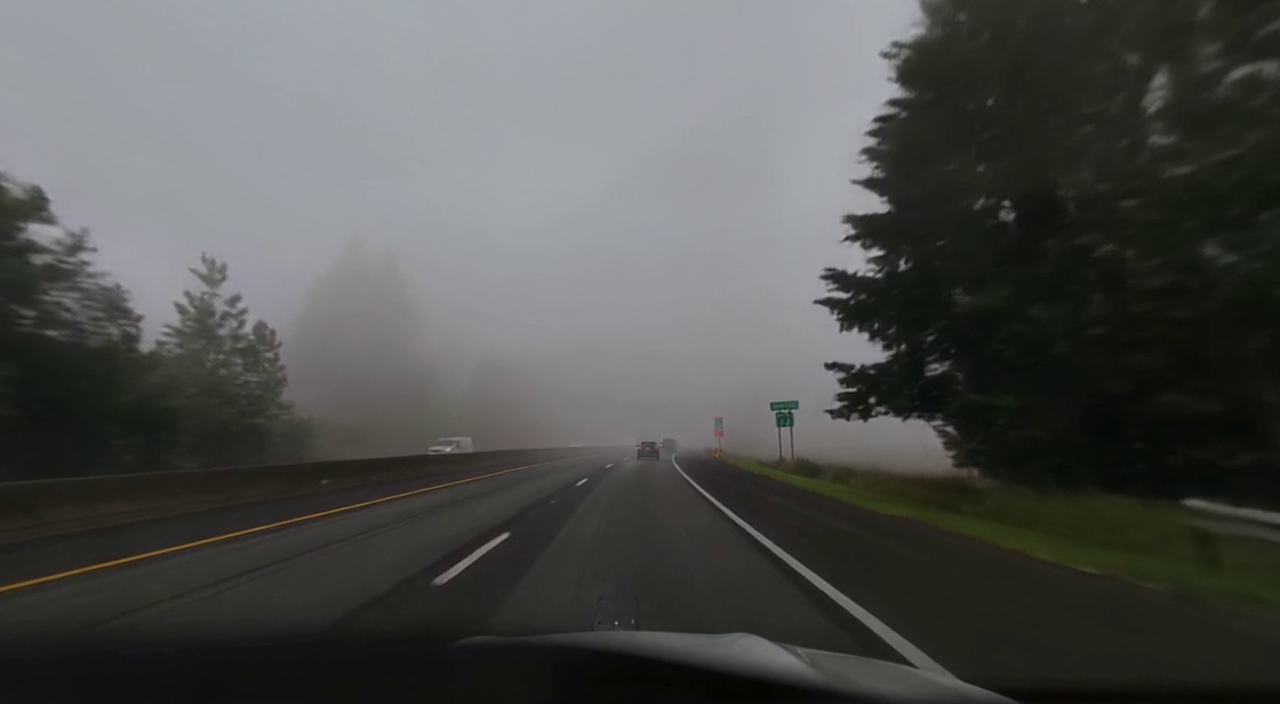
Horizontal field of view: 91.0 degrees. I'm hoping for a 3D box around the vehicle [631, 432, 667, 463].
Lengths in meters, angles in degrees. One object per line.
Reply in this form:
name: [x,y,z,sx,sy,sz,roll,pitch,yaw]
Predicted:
vehicle: [0.598,6.177,40.745,2.188,1.825,4.282,-1,-8,2]
